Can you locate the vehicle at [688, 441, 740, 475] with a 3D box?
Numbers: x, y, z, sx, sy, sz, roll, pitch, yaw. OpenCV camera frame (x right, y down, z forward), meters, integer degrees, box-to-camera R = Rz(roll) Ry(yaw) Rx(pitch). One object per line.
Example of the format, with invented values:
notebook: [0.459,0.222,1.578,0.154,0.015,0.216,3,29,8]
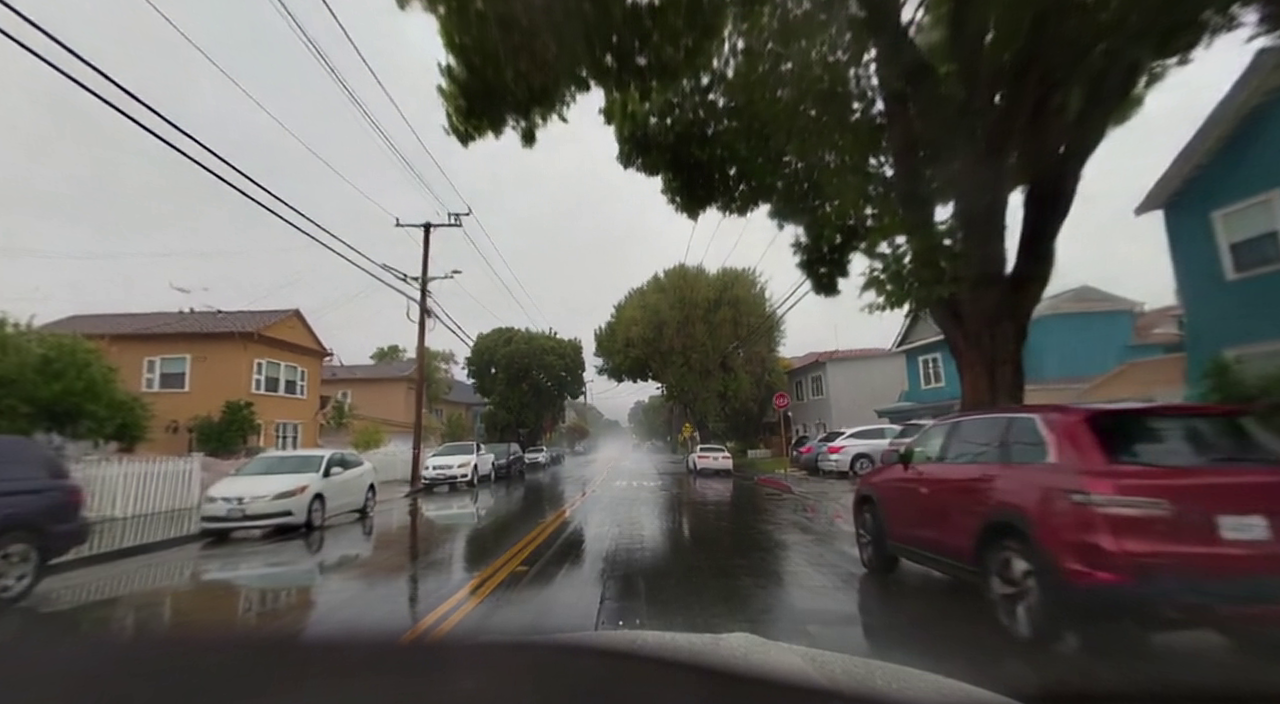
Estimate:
vehicle: [3.515,5.162,31.031,1.963,1.536,5.446,0,-9,0]

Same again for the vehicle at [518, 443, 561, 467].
vehicle: [-6.551,6.803,41.756,2.056,1.481,4.451,0,-9,0]

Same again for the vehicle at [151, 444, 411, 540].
vehicle: [-6.457,2.530,12.148,2.211,1.469,4.380,-1,-9,4]

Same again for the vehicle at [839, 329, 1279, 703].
vehicle: [3.516,1.145,5.366,2.114,1.909,4.266,0,-9,-2]

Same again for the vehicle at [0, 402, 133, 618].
vehicle: [-6.438,1.247,4.465,2.194,1.798,4.402,-2,-8,-3]

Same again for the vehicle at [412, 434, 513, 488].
vehicle: [-6.452,4.027,23.738,2.136,1.757,5.365,0,-9,1]
